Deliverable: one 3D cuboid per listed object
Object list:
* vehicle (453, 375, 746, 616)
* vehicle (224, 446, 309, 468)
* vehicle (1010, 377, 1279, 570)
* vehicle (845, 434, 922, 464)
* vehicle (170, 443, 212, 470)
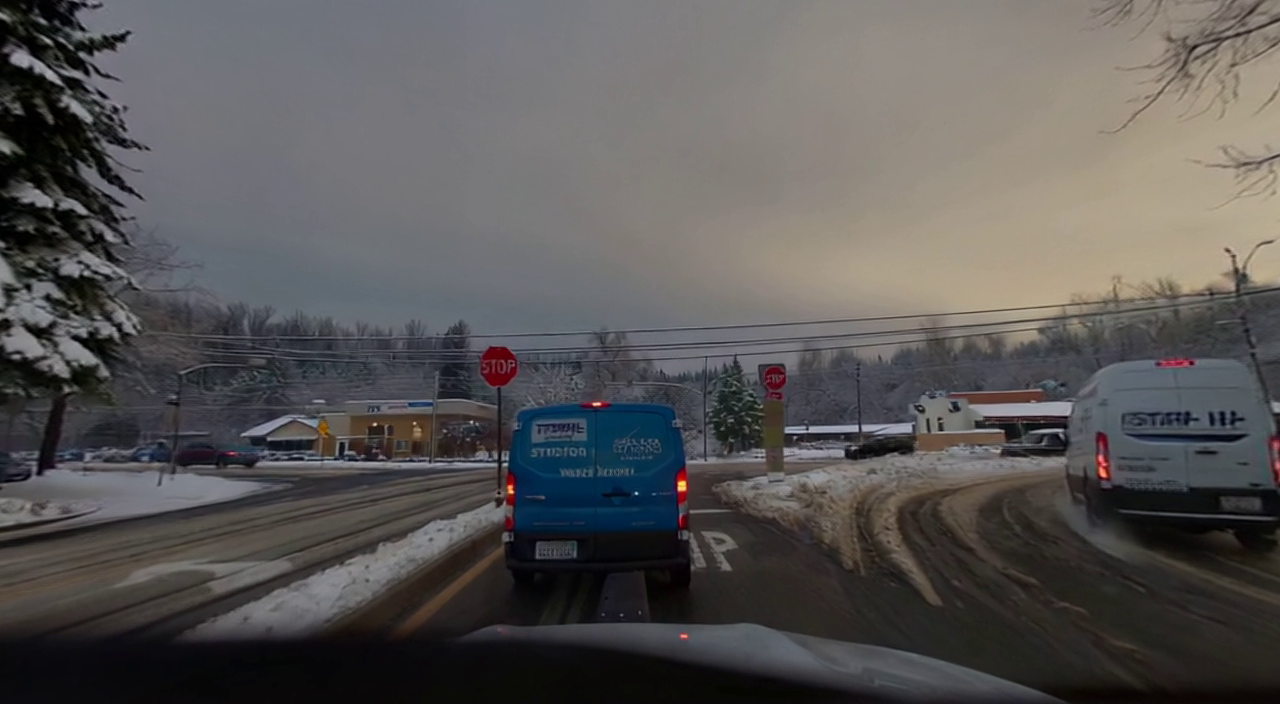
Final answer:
[{"bbox_3d":[-0.228,1.433,7.182,2.237,1.828,4.546,0,-9,2],"label":"vehicle"},{"bbox_3d":[-25.936,7.273,43.984,4.670,1.472,1.851,1,-9,-9],"label":"vehicle"},{"bbox_3d":[7.824,1.812,10.145,2.385,2.196,5.640,-3,-9,23],"label":"vehicle"},{"bbox_3d":[14.558,5.792,37.690,4.512,1.659,1.985,6,-10,-34],"label":"vehicle"},{"bbox_3d":[-29.822,6.949,42.089,1.913,1.682,4.120,5,-10,-31],"label":"vehicle"}]
